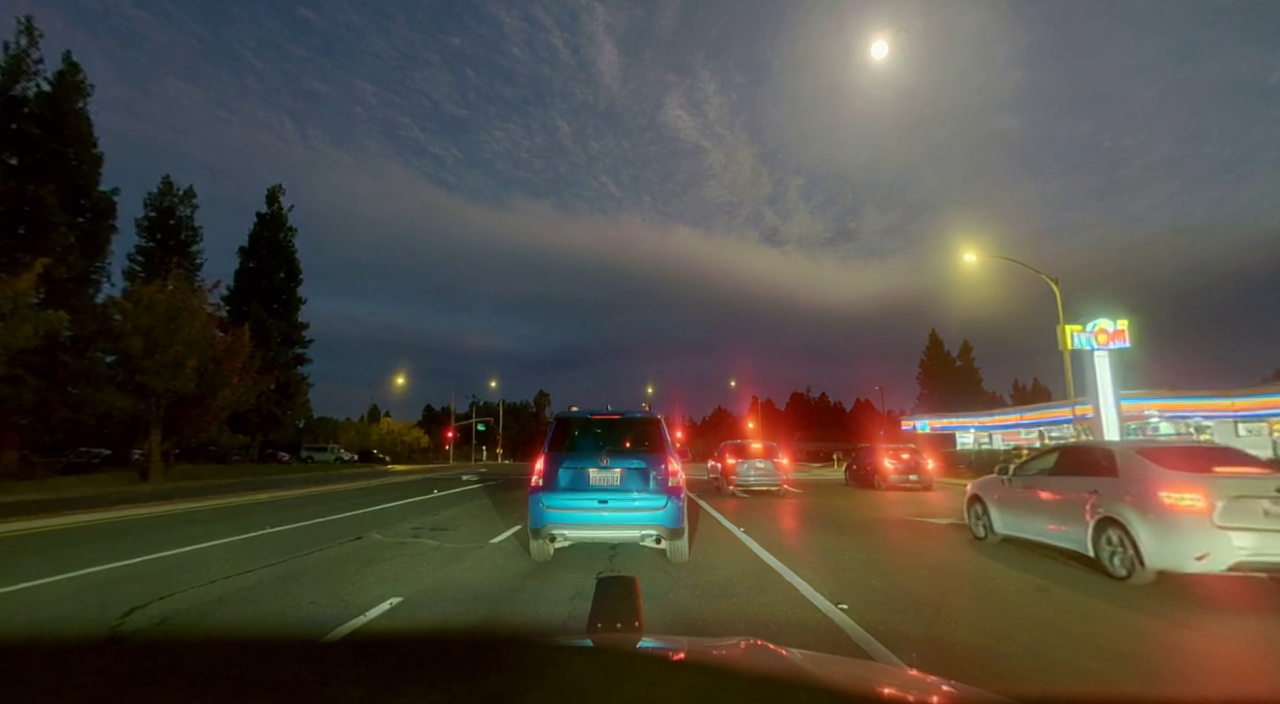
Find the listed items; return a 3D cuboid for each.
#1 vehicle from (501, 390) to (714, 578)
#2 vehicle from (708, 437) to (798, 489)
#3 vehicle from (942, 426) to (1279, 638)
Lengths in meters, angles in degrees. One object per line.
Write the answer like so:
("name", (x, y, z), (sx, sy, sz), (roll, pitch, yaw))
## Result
("vehicle", (-0.293, 1.649, 8.639), (2.096, 1.837, 4.687), (0, -9, 1))
("vehicle", (3.695, 3.743, 21.593), (2.098, 1.555, 4.778), (0, -9, -1))
("vehicle", (5.352, 1.622, 6.830), (1.930, 1.478, 4.643), (0, -9, 1))
